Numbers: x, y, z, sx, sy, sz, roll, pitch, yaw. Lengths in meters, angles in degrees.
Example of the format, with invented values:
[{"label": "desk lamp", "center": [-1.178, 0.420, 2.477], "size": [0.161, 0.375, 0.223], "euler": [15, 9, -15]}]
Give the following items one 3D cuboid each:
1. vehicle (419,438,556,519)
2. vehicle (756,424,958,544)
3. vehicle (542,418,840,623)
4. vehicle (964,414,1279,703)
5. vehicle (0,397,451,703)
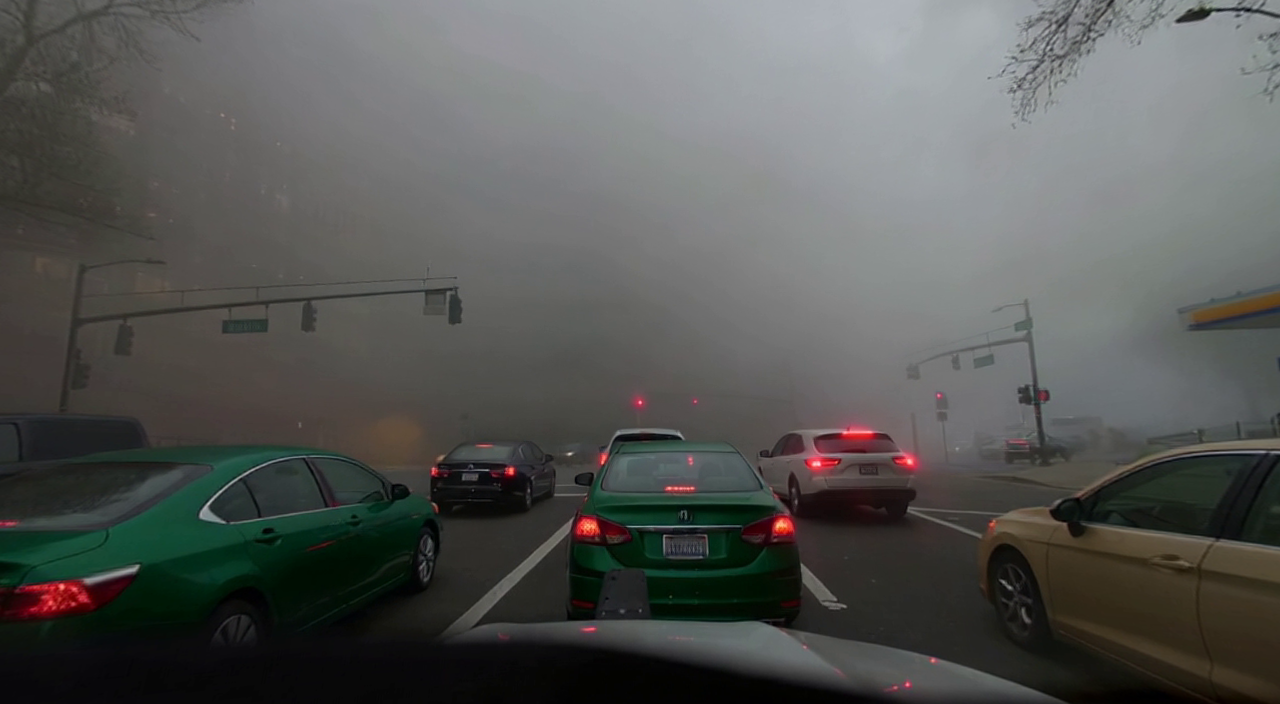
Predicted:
[{"label": "vehicle", "center": [-3.083, 2.639, 13.681], "size": [1.867, 1.474, 4.237], "euler": [0, -9, 1]}, {"label": "vehicle", "center": [3.373, 2.124, 10.776], "size": [1.947, 1.630, 4.127], "euler": [0, -9, 0]}, {"label": "vehicle", "center": [0.321, 1.582, 6.924], "size": [2.220, 1.507, 4.317], "euler": [0, -9, -2]}, {"label": "vehicle", "center": [4.170, 1.134, 3.615], "size": [1.950, 1.497, 4.686], "euler": [0, -9, -3]}, {"label": "vehicle", "center": [-3.013, 1.248, 4.599], "size": [1.887, 1.493, 4.255], "euler": [0, -9, 1]}]
